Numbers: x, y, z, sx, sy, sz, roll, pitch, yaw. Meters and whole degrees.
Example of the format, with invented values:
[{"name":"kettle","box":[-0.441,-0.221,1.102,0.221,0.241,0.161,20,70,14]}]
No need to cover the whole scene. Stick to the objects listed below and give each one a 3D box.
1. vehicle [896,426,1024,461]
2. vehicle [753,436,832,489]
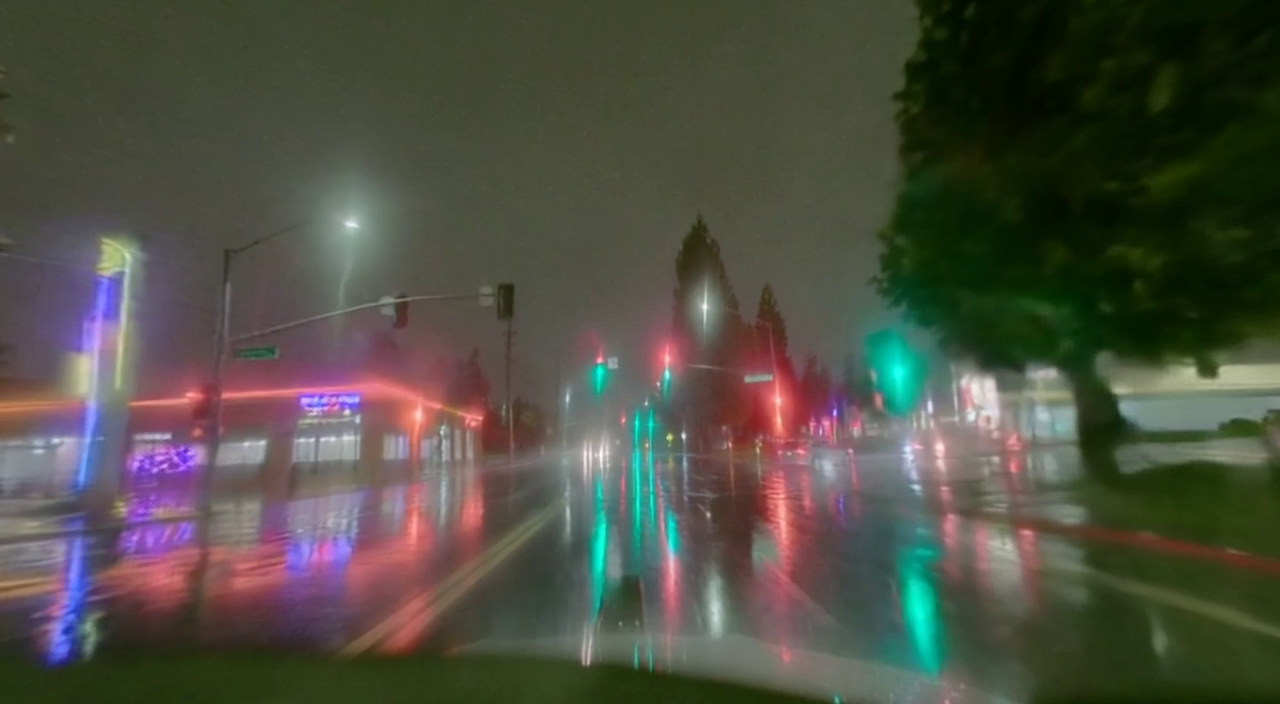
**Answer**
[{"name":"vehicle","box":[14.602,4.209,28.952,4.704,1.544,2.112,0,-8,0]},{"name":"vehicle","box":[5.045,3.491,20.338,2.064,1.470,4.610,-3,-9,18]}]
